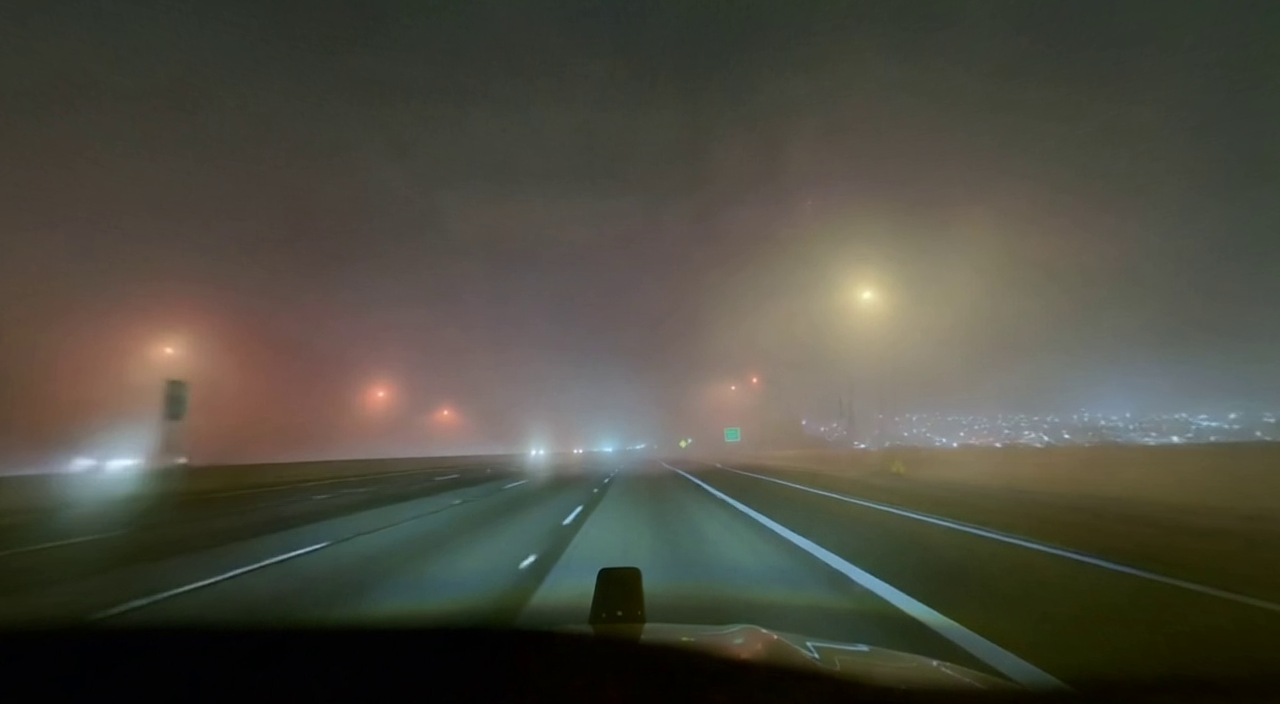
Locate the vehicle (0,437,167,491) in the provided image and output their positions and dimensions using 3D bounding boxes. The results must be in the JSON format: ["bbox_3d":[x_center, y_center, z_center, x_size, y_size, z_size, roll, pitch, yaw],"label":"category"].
[{"bbox_3d":[-19.535,3.880,22.004,2.049,1.633,5.058,-1,-9,0],"label":"vehicle"}]
